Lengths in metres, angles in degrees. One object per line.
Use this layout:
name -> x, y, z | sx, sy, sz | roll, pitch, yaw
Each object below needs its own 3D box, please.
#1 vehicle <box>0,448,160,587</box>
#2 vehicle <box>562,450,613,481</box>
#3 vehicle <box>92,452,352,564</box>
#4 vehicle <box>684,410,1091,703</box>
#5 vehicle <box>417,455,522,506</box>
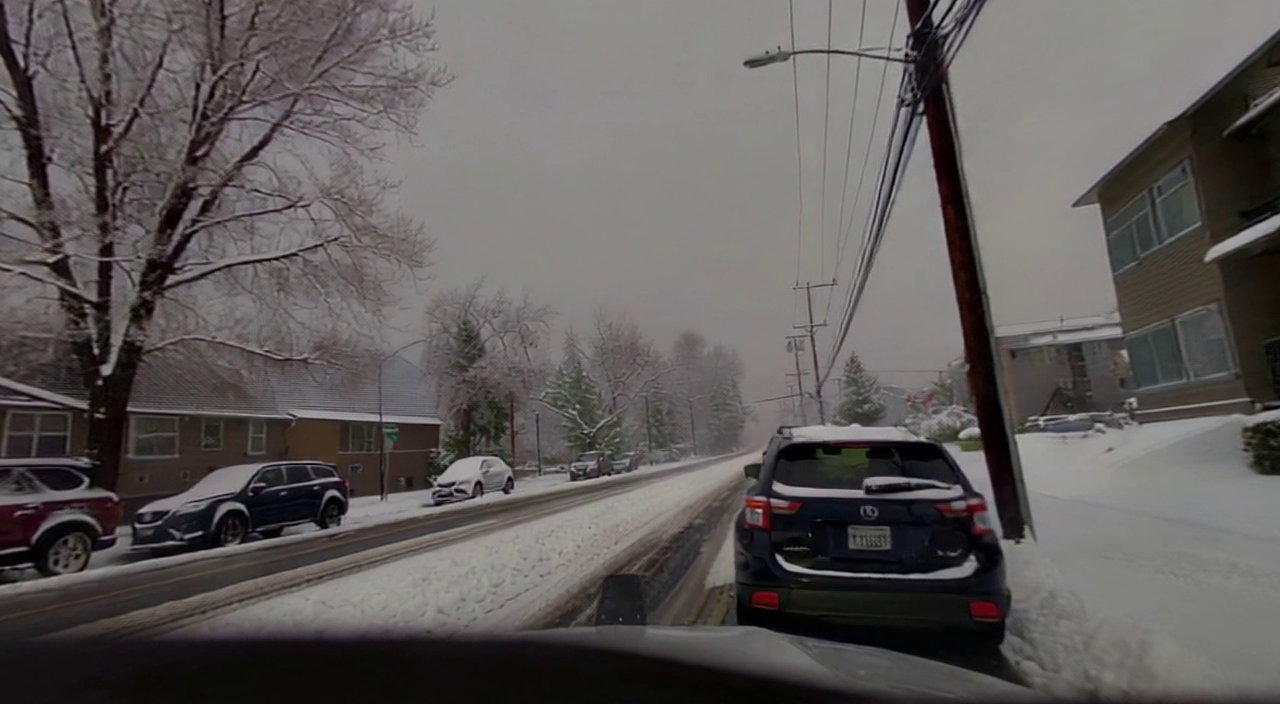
vehicle -> -9.646, 2.345, 8.474 | 1.973, 1.848, 5.100 | -9, -12, 9
vehicle -> -3.242, 7.141, 40.025 | 2.011, 1.801, 4.676 | -2, -9, 12
vehicle -> -8.576, 3.205, 13.611 | 2.068, 1.745, 4.579 | -9, -11, 8
vehicle -> 1.770, 1.436, 5.731 | 2.030, 1.535, 4.683 | -2, -9, 12
vehicle -> -6.622, 5.033, 25.074 | 2.017, 1.582, 4.664 | -9, -12, 11
